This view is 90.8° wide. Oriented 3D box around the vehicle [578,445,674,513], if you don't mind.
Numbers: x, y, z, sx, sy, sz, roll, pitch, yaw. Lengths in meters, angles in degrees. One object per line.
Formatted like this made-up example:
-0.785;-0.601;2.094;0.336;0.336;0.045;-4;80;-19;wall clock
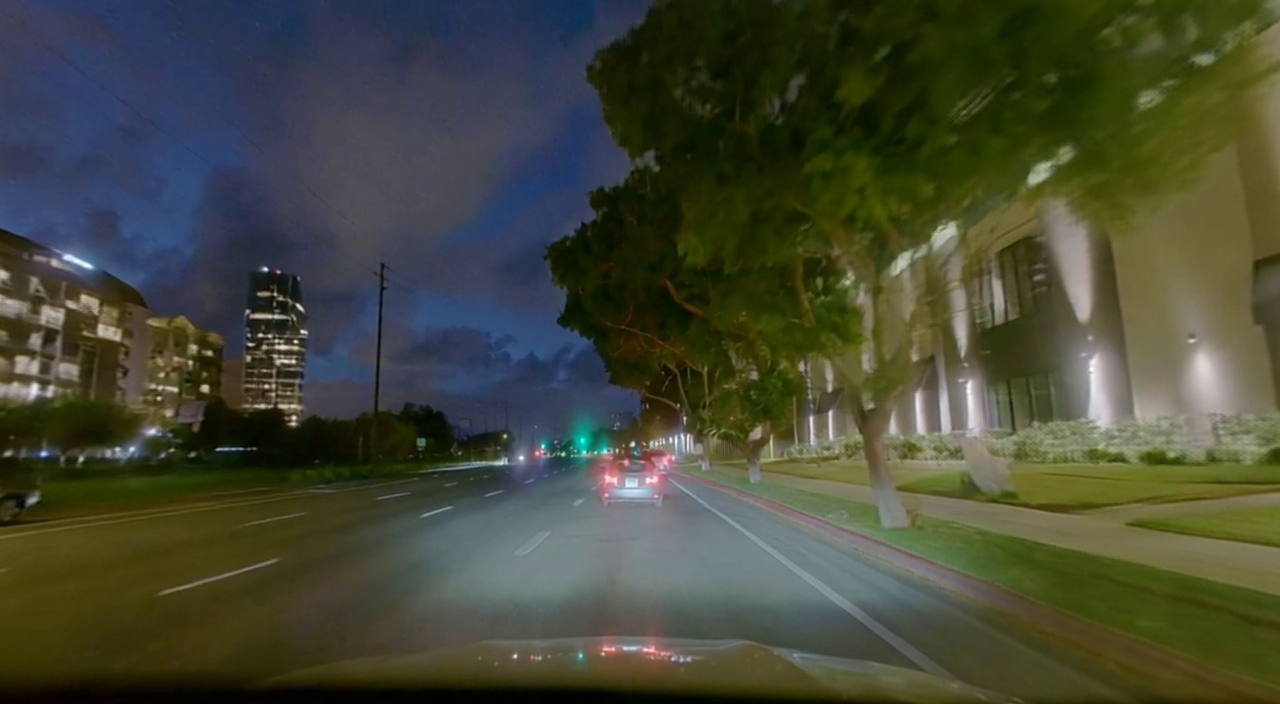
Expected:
-0.350;3.153;16.205;2.116;1.479;4.358;0;-9;-1;vehicle
